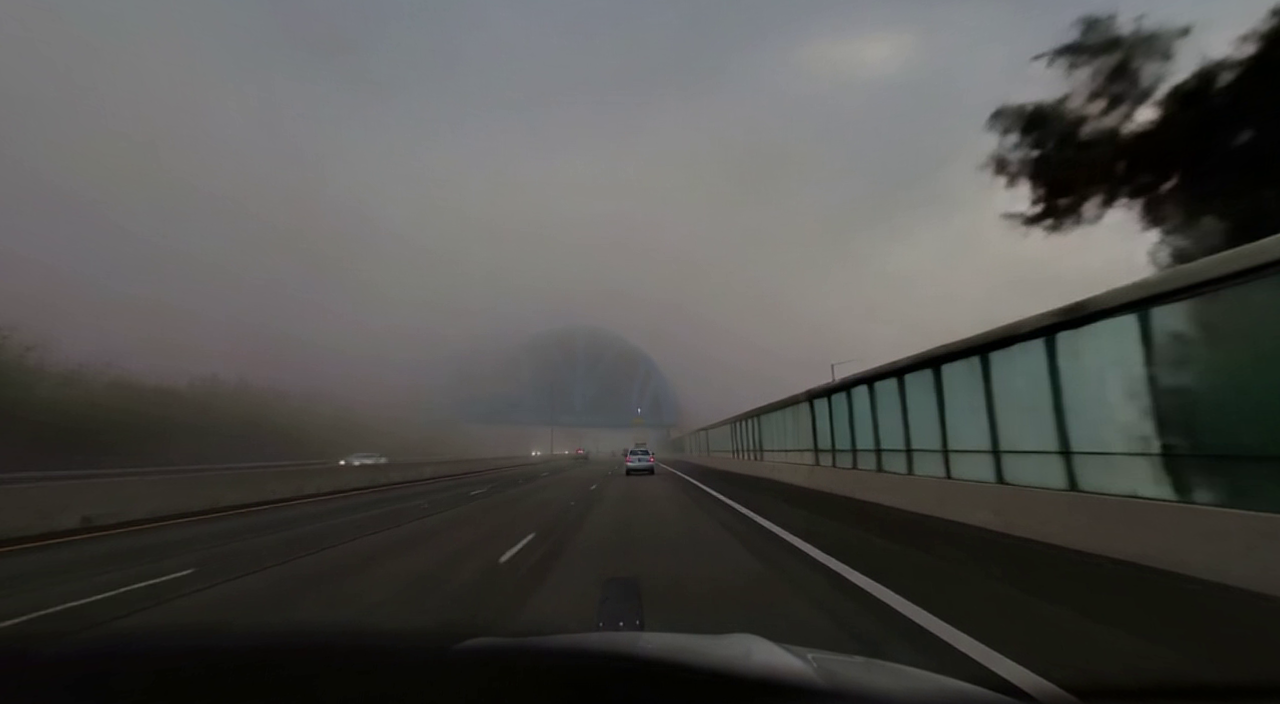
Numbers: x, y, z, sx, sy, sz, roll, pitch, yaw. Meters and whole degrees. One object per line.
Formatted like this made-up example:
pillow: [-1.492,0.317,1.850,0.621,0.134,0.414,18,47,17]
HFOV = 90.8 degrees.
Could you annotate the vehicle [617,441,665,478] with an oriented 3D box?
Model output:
vehicle: [0.003,5.518,32.572,2.299,1.716,4.579,0,-9,-1]
